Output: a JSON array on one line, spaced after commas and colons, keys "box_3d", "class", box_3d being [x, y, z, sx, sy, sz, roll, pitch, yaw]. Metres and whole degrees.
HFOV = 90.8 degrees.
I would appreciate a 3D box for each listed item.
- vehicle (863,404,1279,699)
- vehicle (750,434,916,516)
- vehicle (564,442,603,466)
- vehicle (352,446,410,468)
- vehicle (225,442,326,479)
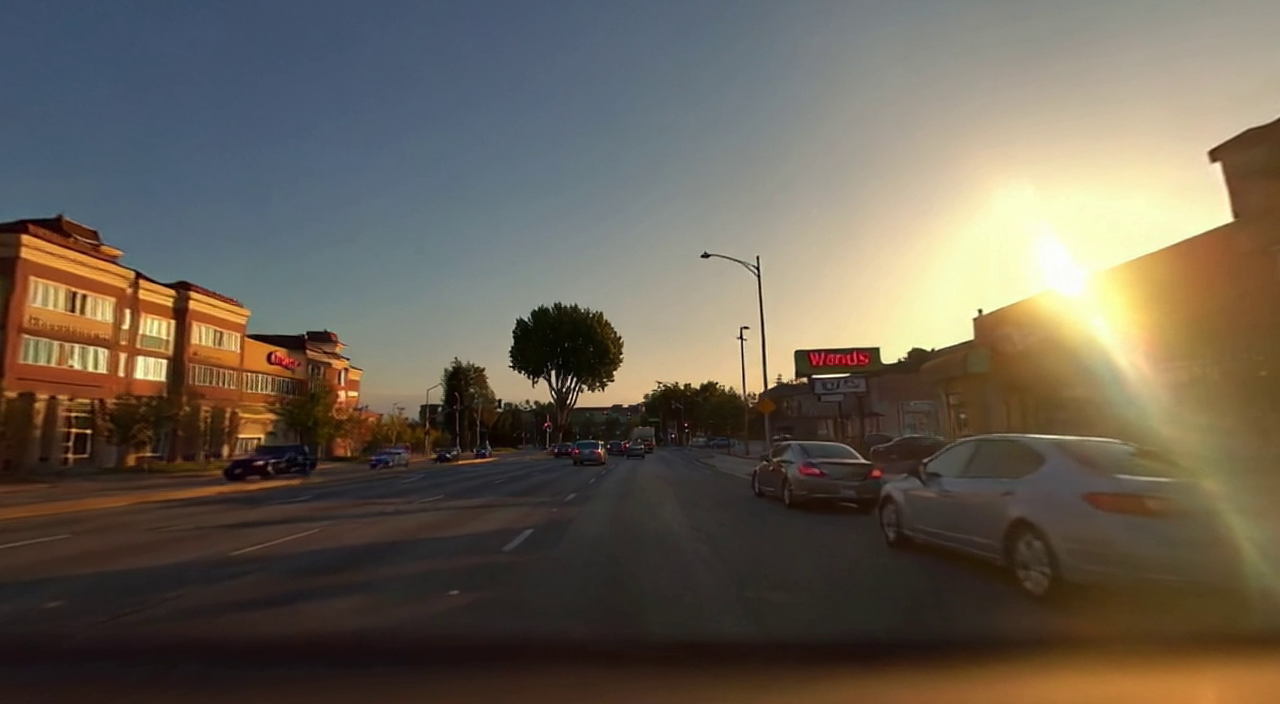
[{"box_3d": [3.876, 1.390, 5.733, 1.922, 1.507, 4.824, 0, -9, 0], "class": "vehicle"}, {"box_3d": [3.924, 2.597, 13.862, 2.085, 1.479, 4.633, 0, -9, -1], "class": "vehicle"}, {"box_3d": [-3.621, 6.658, 41.440, 2.179, 1.490, 4.742, 0, -9, 0], "class": "vehicle"}, {"box_3d": [-18.586, 7.560, 45.554, 2.151, 1.495, 4.703, 0, -9, 0], "class": "vehicle"}, {"box_3d": [-17.772, 5.310, 31.124, 2.102, 1.679, 4.690, 0, -9, 1], "class": "vehicle"}]
